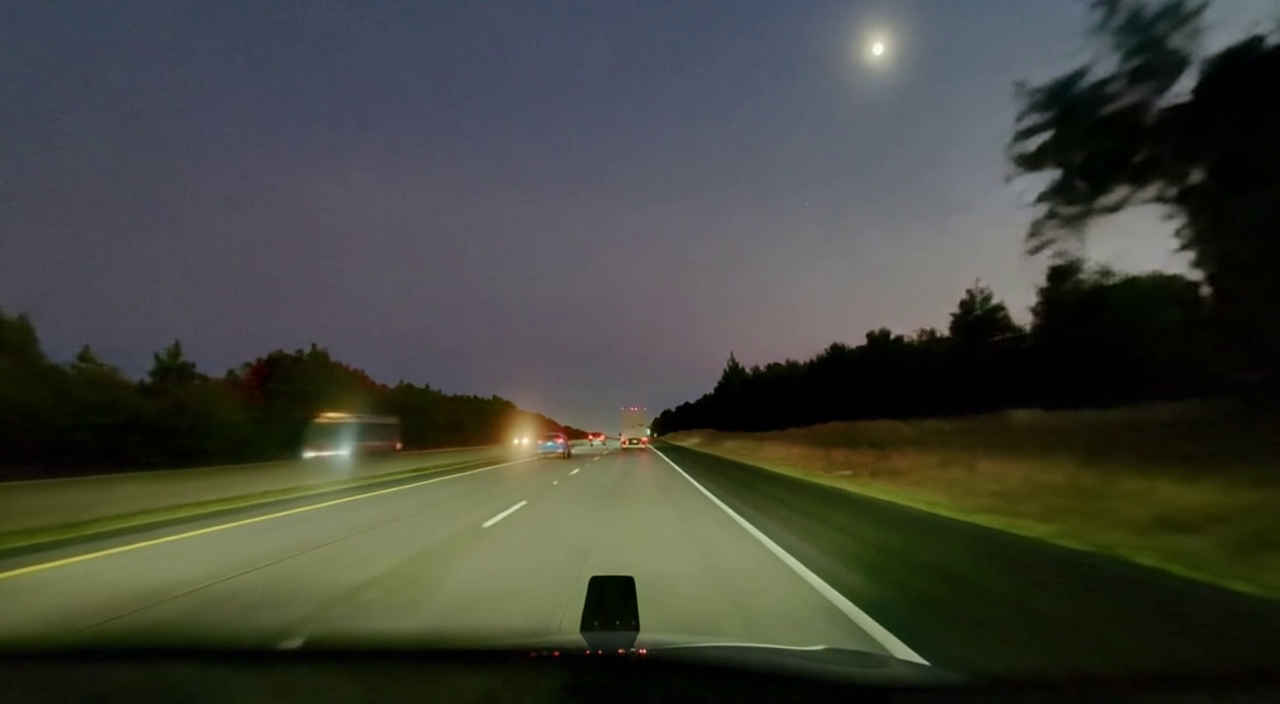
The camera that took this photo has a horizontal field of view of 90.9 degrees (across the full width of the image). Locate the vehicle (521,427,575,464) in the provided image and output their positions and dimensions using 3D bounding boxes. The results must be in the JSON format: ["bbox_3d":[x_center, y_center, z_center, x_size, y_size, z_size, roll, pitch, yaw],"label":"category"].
[{"bbox_3d":[-4.568,4.686,31.864,2.049,1.726,4.291,0,-8,0],"label":"vehicle"}]

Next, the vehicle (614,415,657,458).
[{"bbox_3d":[-0.324,5.343,39.891,2.526,2.531,5.026,0,-8,-1],"label":"vehicle"}]

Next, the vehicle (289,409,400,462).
[{"bbox_3d":[-13.282,3.822,28.856,2.346,2.195,5.536,0,-8,0],"label":"vehicle"}]
